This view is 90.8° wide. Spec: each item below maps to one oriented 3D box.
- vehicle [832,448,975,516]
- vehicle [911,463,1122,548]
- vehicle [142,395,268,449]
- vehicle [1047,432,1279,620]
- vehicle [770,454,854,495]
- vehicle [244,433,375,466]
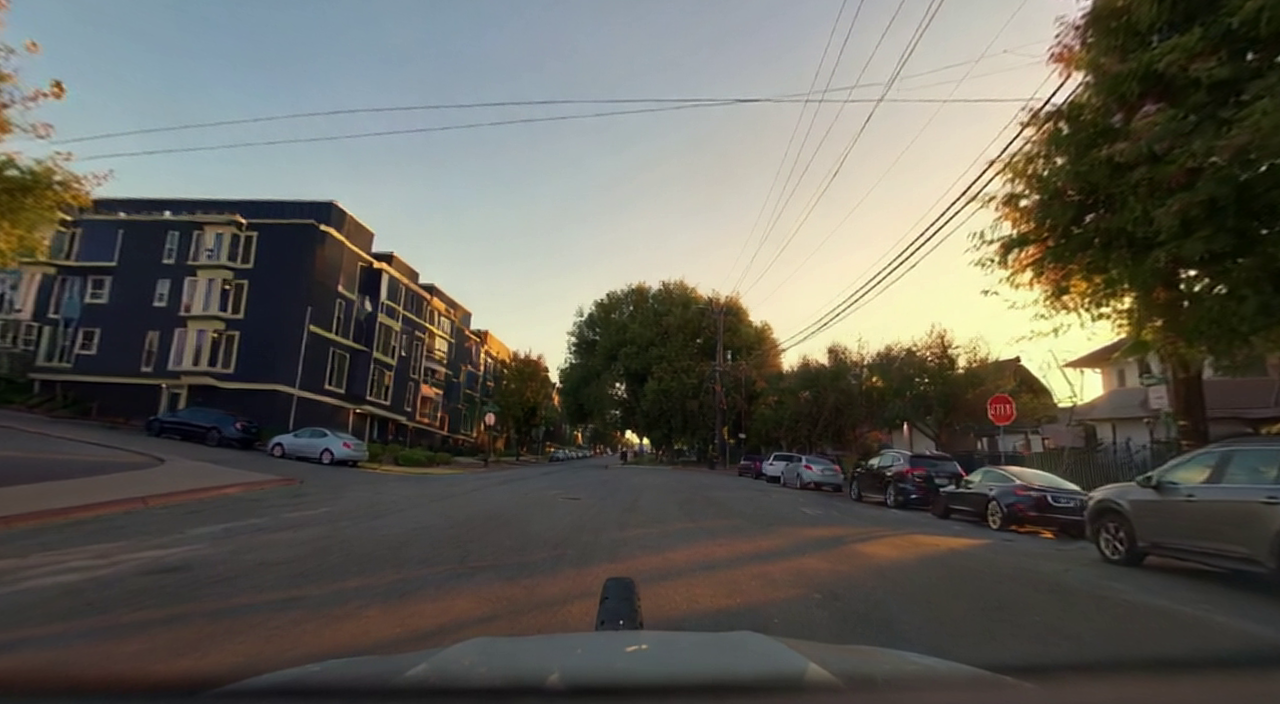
[{"bbox_3d":[7.497,3.711,18.620,1.917,1.704,4.840,0,-9,-3],"label":"vehicle"},{"bbox_3d":[7.500,3.050,13.184,1.900,1.368,4.176,0,-9,1],"label":"vehicle"},{"bbox_3d":[-19.330,3.132,28.114,4.598,1.645,2.019,7,-6,18],"label":"vehicle"},{"bbox_3d":[7.301,1.830,7.041,2.181,1.792,5.066,0,-9,1],"label":"vehicle"},{"bbox_3d":[7.253,5.177,27.211,2.122,1.554,4.777,0,-9,-2],"label":"vehicle"},{"bbox_3d":[-14.216,4.223,27.418,4.603,1.335,1.889,1,-9,-9],"label":"vehicle"}]
